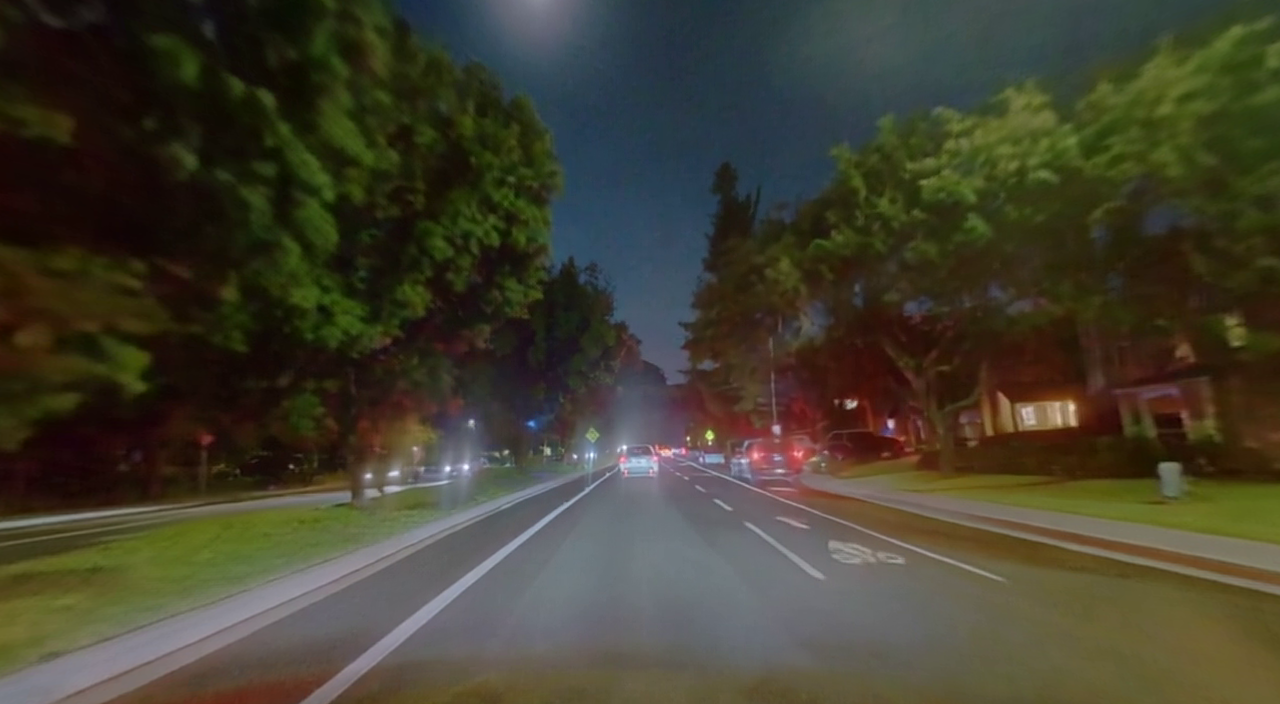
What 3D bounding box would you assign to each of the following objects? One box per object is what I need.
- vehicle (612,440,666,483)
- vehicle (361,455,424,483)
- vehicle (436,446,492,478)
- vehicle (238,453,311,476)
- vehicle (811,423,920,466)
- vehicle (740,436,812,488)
[{"bbox_3d":[-0.008,4.569,26.661,2.106,1.655,3.717,0,-8,1],"label":"vehicle"},{"bbox_3d":[-14.479,6.834,37.190,1.840,1.450,4.521,0,-8,1],"label":"vehicle"},{"bbox_3d":[-10.335,6.483,37.455,2.028,1.759,4.360,0,-8,0],"label":"vehicle"},{"bbox_3d":[-26.274,8.054,45.472,4.300,1.465,1.949,6,-10,-35],"label":"vehicle"},{"bbox_3d":[11.849,4.931,33.494,4.919,1.886,2.086,-4,-10,2],"label":"vehicle"},{"bbox_3d":[5.067,4.145,24.260,2.045,1.776,4.851,-1,-8,4],"label":"vehicle"}]
